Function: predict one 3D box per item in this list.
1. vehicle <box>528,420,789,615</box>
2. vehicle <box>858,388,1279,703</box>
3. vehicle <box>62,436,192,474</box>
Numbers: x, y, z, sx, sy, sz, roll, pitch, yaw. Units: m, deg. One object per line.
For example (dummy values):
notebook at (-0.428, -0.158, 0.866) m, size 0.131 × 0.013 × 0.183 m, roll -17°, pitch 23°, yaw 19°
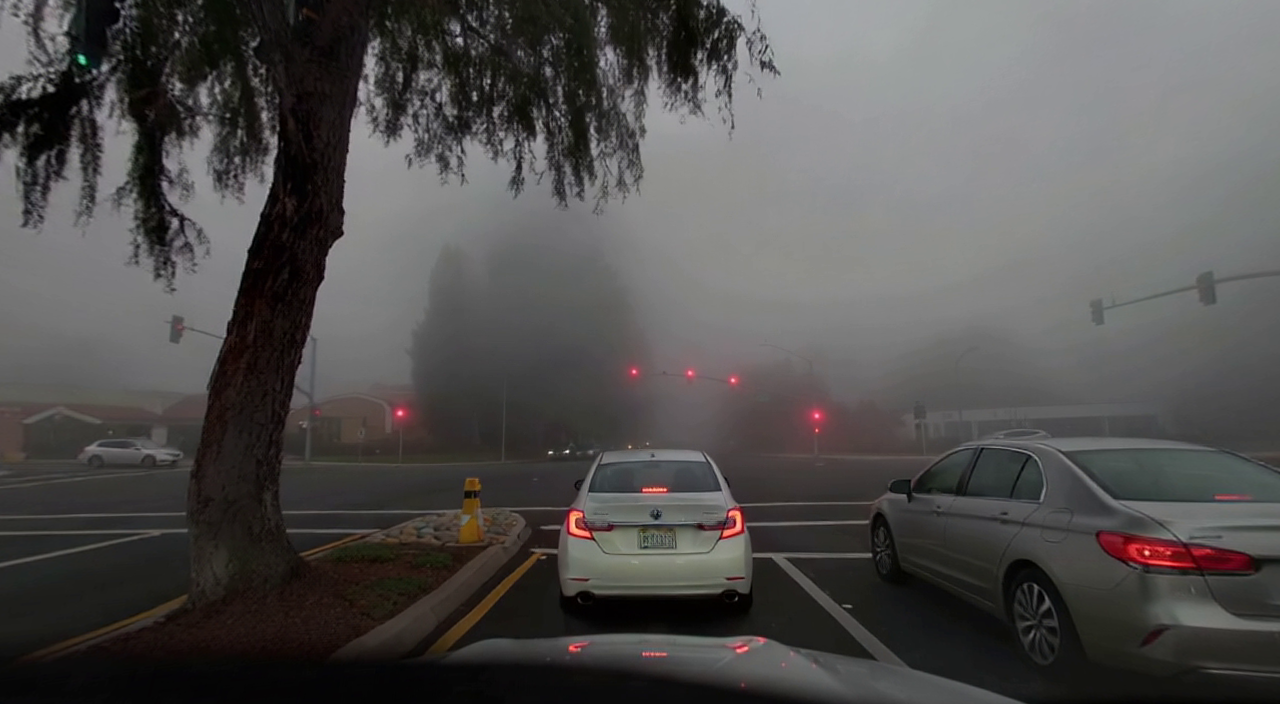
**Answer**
vehicle at (0.103, 1.564, 6.870) m, size 2.017 × 1.485 × 3.813 m, roll 0°, pitch -8°, yaw -1°
vehicle at (3.173, 1.120, 3.892) m, size 1.931 × 1.493 × 4.555 m, roll 0°, pitch -8°, yaw -1°
vehicle at (-24.288, 4.871, 29.981) m, size 4.450 × 1.684 × 1.894 m, roll 0°, pitch -8°, yaw 0°
